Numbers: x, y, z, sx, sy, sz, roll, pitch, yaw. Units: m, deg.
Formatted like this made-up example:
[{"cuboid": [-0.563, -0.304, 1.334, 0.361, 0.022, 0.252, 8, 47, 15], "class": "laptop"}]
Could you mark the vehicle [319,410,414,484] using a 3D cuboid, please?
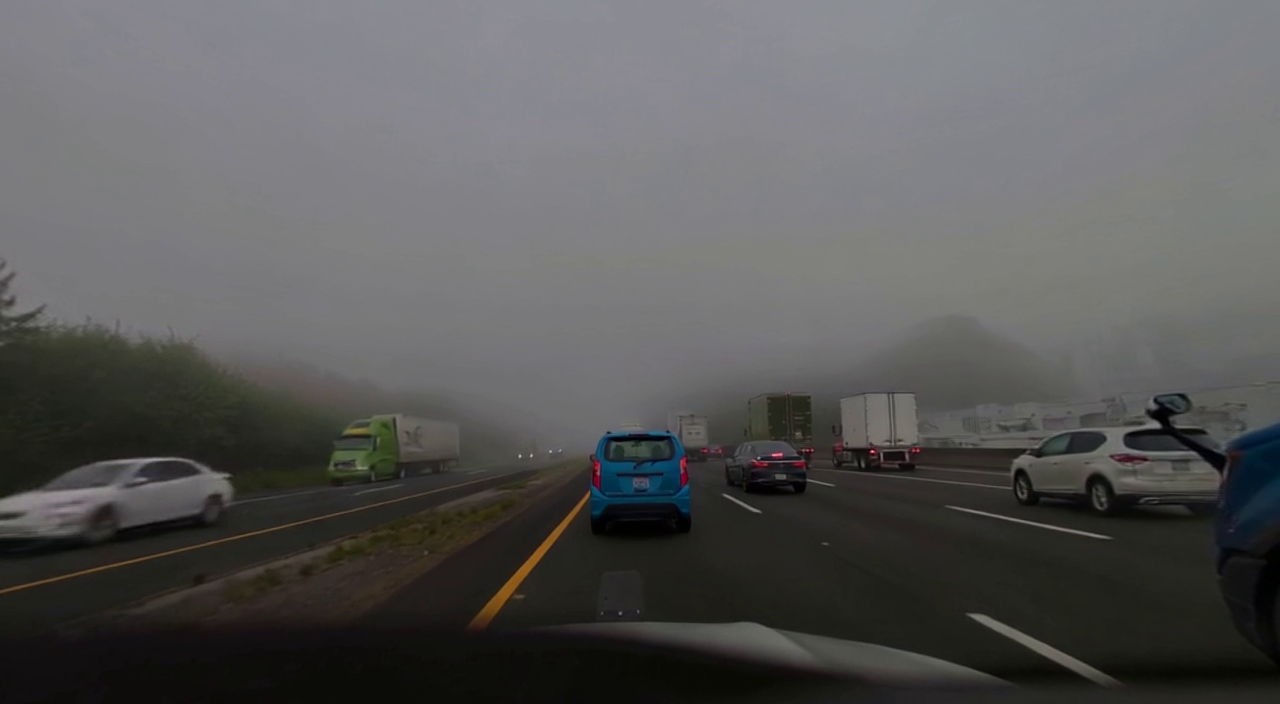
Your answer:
[{"cuboid": [-16.257, 5.714, 37.806, 2.984, 4.020, 5.983, -1, -9, 0], "class": "vehicle"}]

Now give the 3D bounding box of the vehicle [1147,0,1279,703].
[{"cuboid": [4.250, -0.387, 0.162, 2.987, 3.877, 5.881, 0, -9, -1], "class": "vehicle"}]

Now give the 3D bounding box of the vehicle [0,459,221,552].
[{"cuboid": [-11.470, 3.098, 13.343, 1.925, 1.517, 4.598, 0, -9, 0], "class": "vehicle"}]

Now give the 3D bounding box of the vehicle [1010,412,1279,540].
[{"cuboid": [8.491, 1.955, 10.460, 1.913, 1.652, 4.384, 0, -9, 0], "class": "vehicle"}]

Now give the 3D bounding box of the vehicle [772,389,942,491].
[{"cuboid": [7.978, 3.570, 25.133, 2.799, 3.188, 10.578, 0, -9, -1], "class": "vehicle"}]

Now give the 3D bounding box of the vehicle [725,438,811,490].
[{"cuboid": [4.005, 3.564, 20.231, 1.859, 1.512, 3.711, 0, -9, -2], "class": "vehicle"}]

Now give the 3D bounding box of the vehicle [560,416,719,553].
[{"cuboid": [-0.021, 1.906, 9.556, 1.965, 1.664, 3.428, 0, -9, 0], "class": "vehicle"}]
